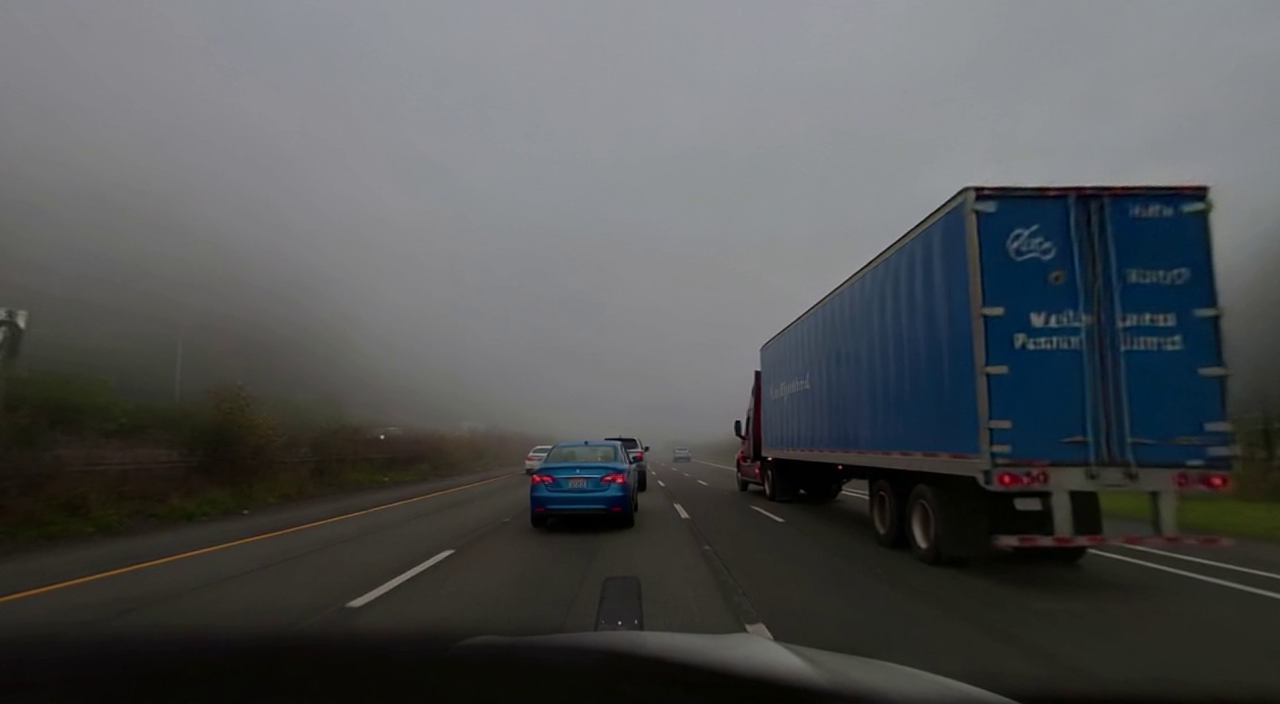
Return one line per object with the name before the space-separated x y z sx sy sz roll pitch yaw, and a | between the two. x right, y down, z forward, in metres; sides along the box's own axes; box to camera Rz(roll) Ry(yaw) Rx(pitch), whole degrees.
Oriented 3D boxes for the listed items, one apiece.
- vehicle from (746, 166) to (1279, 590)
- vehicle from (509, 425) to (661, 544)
vehicle | 4.856 1.213 12.925 2.825 4.043 14.051 0 -9 0
vehicle | -0.741 2.076 10.396 2.038 1.582 3.729 0 -9 0
